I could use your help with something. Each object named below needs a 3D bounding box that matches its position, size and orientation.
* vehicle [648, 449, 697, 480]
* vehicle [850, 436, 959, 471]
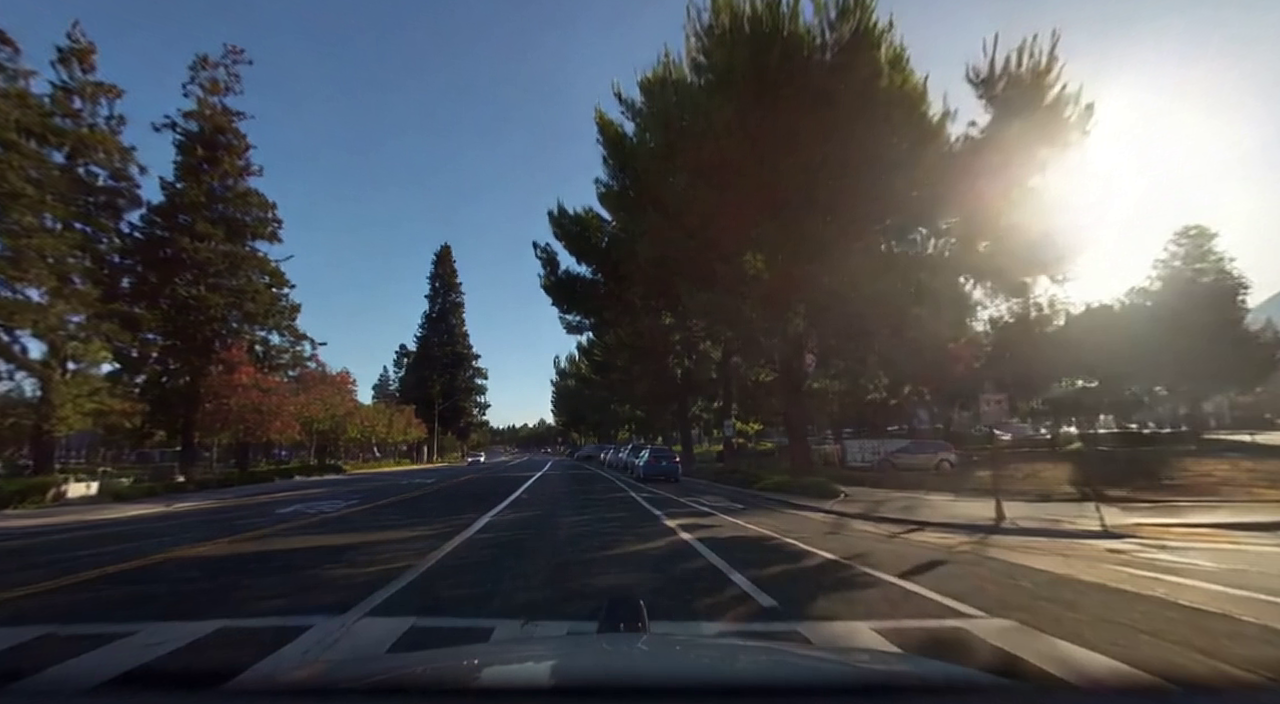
[{"bbox_3d":[1.638,5.892,33.352,1.866,1.492,4.093,1,-8,-7],"label":"vehicle"},{"bbox_3d":[12.137,4.678,29.152,4.201,1.546,1.749,0,-8,-5],"label":"vehicle"}]
